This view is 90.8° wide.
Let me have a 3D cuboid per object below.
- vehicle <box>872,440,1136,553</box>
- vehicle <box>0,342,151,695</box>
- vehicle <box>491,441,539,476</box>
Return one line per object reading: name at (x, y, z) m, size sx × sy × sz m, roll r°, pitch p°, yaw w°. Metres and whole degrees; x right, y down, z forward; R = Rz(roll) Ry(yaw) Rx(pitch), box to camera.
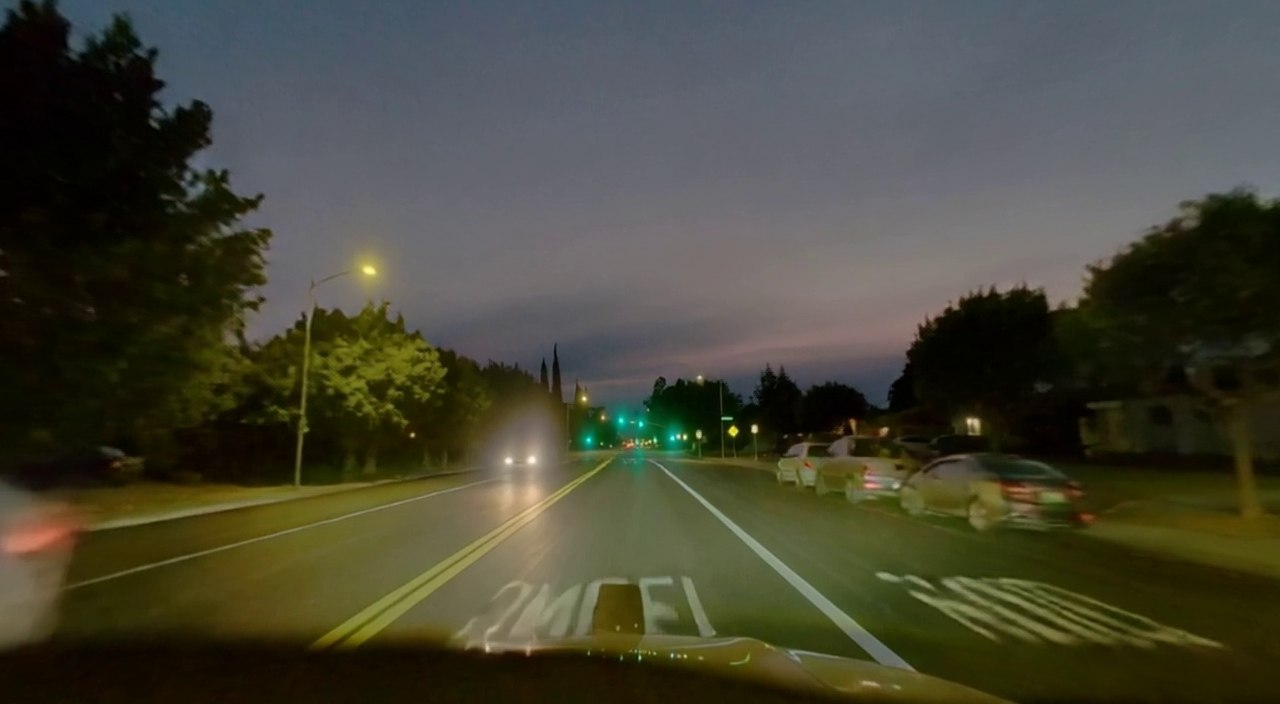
vehicle at (6.344, 2.516, 11.841) m, size 2.226 × 1.682 × 4.461 m, roll 0°, pitch -8°, yaw -1°
vehicle at (-4.373, 0.630, 1.609) m, size 2.050 × 1.841 × 5.290 m, roll 0°, pitch -8°, yaw -1°
vehicle at (-7.085, 6.074, 36.150) m, size 1.907 × 1.860 × 3.840 m, roll 0°, pitch -8°, yaw 0°
